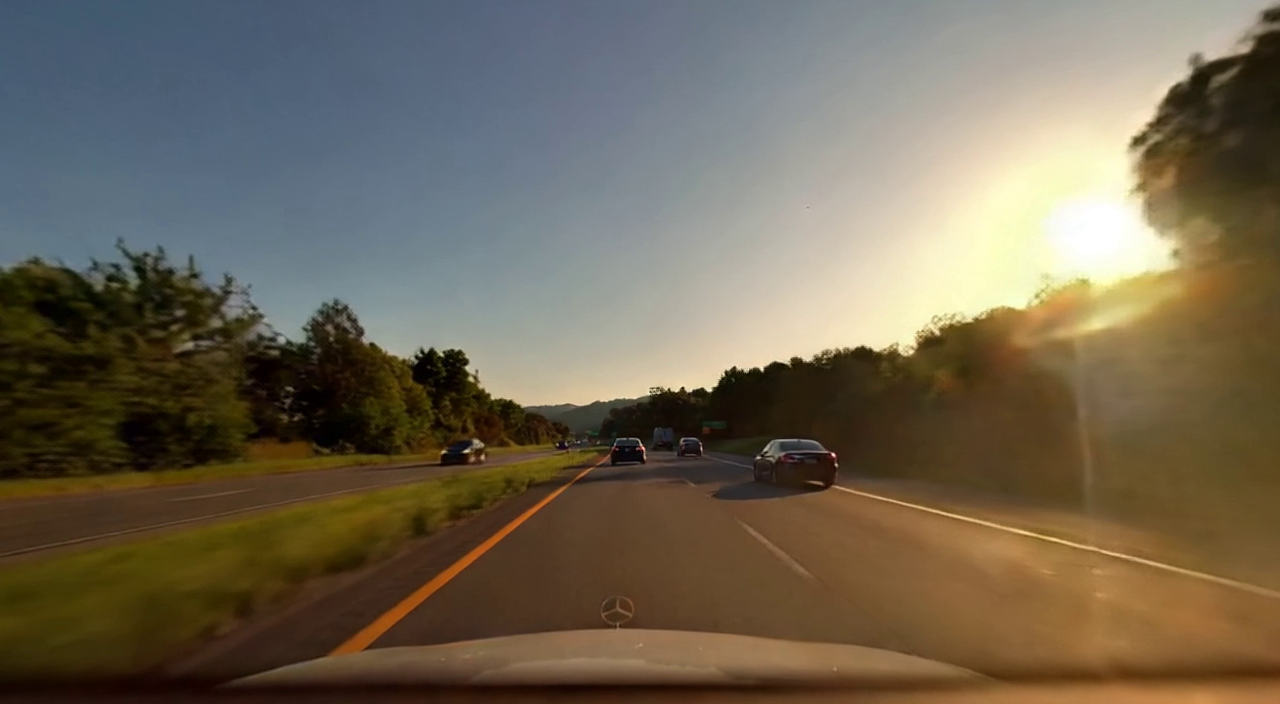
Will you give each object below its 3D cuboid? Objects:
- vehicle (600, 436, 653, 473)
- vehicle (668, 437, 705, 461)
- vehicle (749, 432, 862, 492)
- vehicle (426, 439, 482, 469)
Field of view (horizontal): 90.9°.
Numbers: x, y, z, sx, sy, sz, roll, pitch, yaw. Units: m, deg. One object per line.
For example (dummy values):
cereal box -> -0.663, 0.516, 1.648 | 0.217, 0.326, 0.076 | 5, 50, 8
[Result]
vehicle -> -0.584, 4.372, 27.274 | 2.143, 1.466, 3.693 | 0, -8, -1
vehicle -> 3.045, 6.429, 42.115 | 2.004, 1.469, 4.472 | 0, -8, -2
vehicle -> 4.597, 3.098, 18.258 | 2.066, 1.526, 4.216 | 0, -8, -1
vehicle -> -9.664, 5.310, 33.060 | 1.855, 1.458, 3.717 | 0, -8, -1
